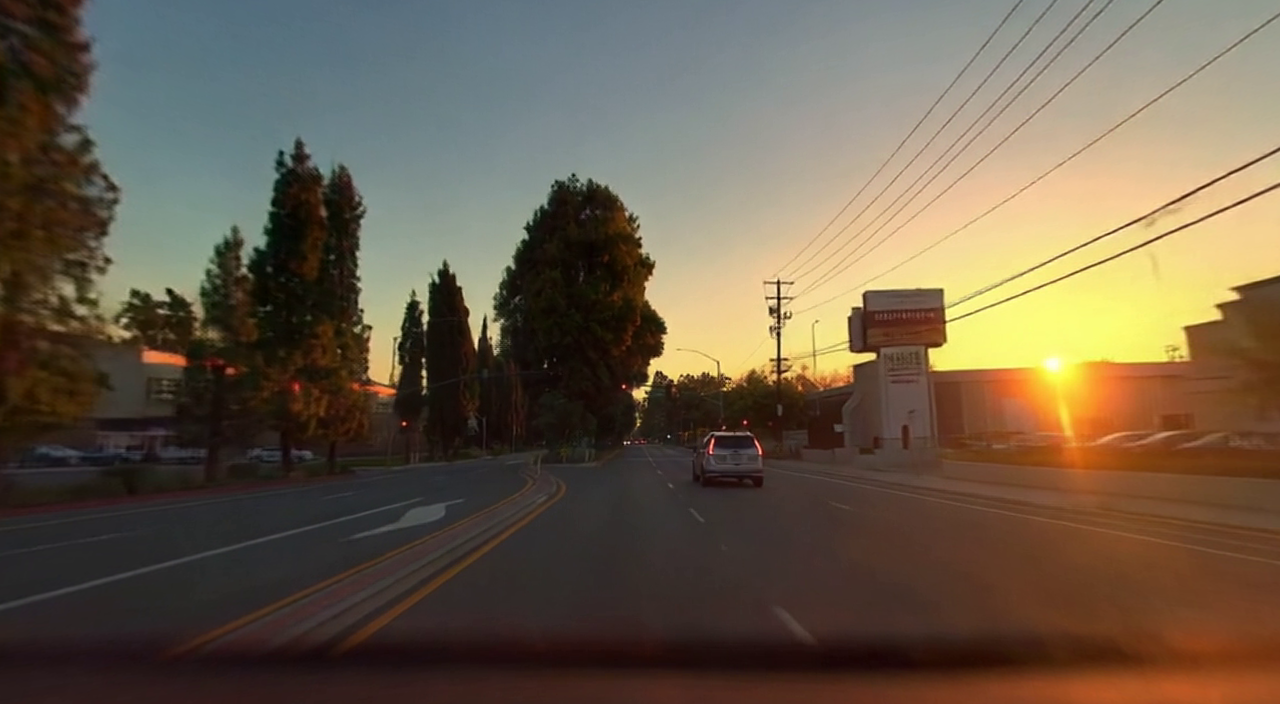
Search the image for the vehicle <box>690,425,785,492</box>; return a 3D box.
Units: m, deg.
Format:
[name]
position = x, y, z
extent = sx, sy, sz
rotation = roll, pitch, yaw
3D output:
[vehicle]
position = 2.860, 3.267, 19.706
extent = 2.060, 1.820, 4.713
rotation = 0, -9, -2
